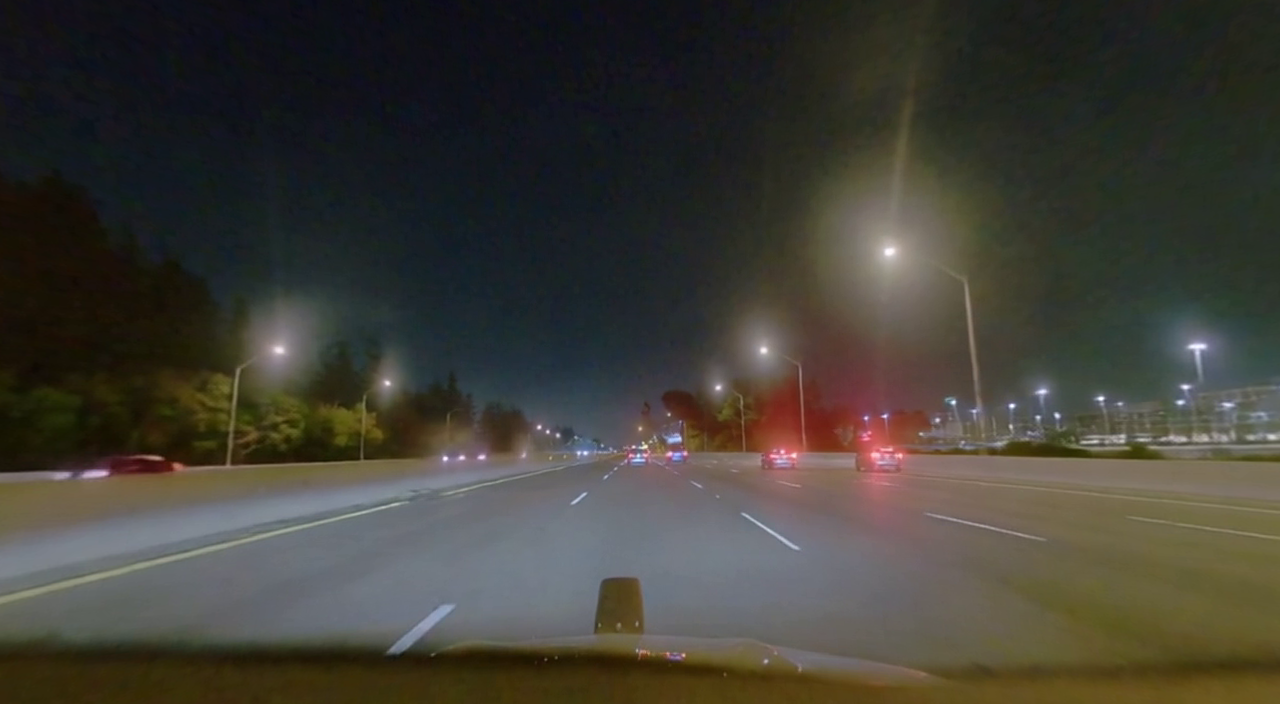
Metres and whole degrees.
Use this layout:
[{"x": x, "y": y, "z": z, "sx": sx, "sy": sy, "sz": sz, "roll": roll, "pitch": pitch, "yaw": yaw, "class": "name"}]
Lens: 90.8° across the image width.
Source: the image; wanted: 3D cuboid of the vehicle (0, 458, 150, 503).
[{"x": -20.980, "y": 4.720, "z": 23.578, "sx": 1.857, "sy": 1.432, "sz": 4.397, "roll": 0, "pitch": -9, "yaw": 0, "class": "vehicle"}]

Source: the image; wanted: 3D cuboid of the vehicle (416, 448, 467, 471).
[{"x": -14.203, "y": 7.706, "z": 45.547, "sx": 1.990, "sy": 1.479, "sz": 5.124, "roll": 0, "pitch": -8, "yaw": 1, "class": "vehicle"}]
